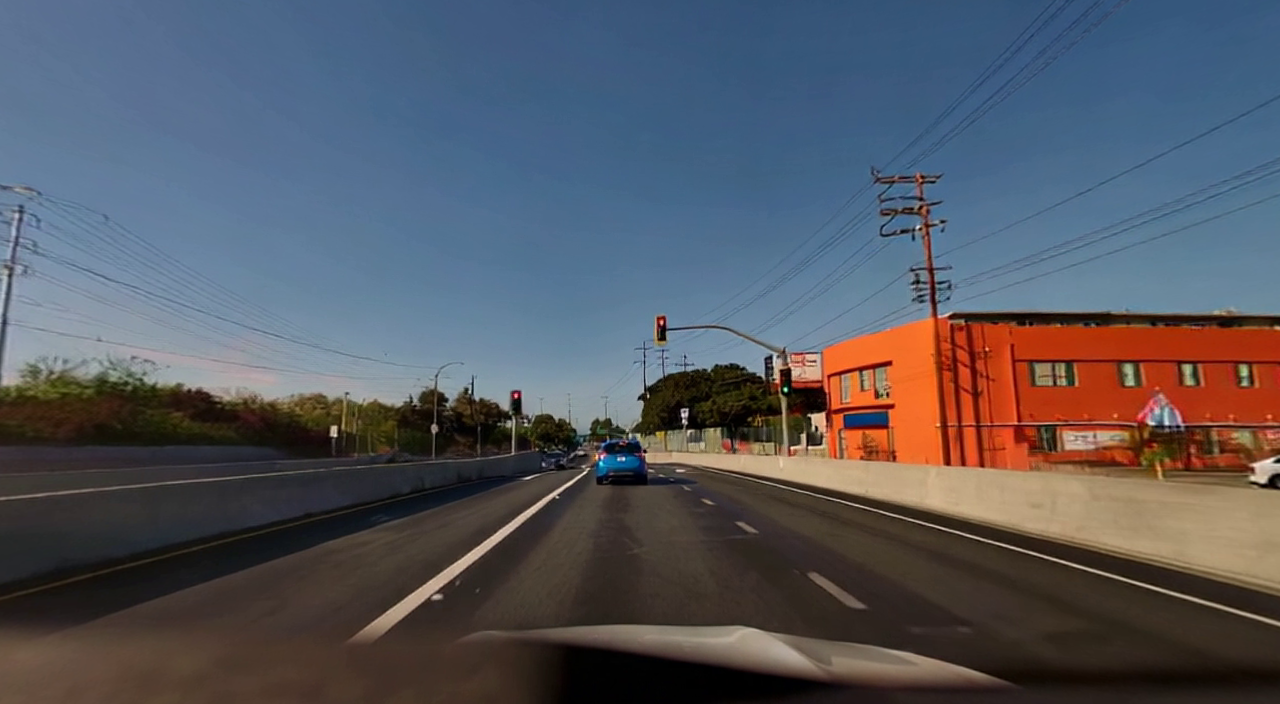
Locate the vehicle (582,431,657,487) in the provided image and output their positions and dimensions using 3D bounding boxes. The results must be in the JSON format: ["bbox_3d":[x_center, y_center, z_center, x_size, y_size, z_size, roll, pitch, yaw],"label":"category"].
[{"bbox_3d":[-0.619,3.285,19.721,2.123,1.566,3.662,0,-8,-1],"label":"vehicle"}]
